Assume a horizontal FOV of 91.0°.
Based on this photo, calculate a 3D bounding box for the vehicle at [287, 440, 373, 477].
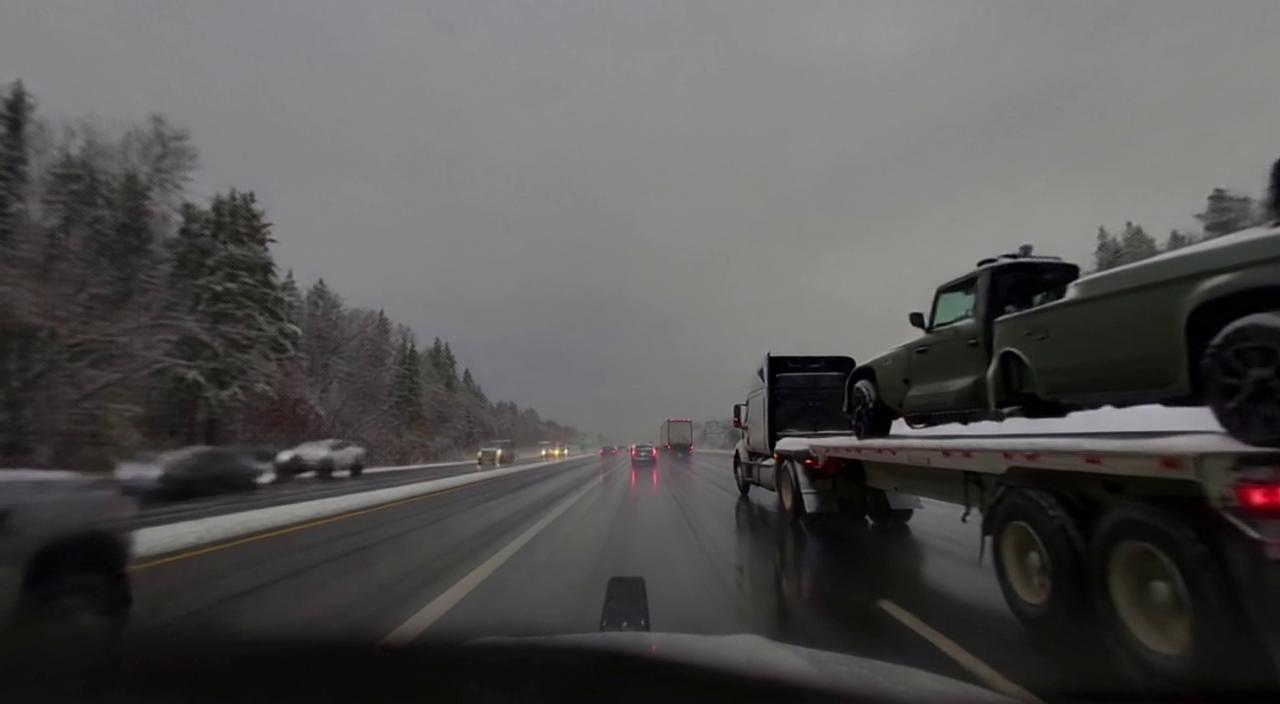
[{"bbox_3d":[-14.226,4.877,29.135,1.835,1.568,4.023,0,-8,1],"label":"vehicle"}]

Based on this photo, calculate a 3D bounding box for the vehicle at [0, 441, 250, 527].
[{"bbox_3d":[-10.659,2.650,13.302,1.934,1.497,4.356,0,-8,1],"label":"vehicle"}]

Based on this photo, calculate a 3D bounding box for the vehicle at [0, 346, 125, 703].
[{"bbox_3d":[-3.677,0.556,0.729,2.077,1.669,4.739,0,-8,1],"label":"vehicle"}]

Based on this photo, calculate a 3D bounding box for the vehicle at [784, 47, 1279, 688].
[{"bbox_3d":[4.846,0.693,7.488,3.150,3.257,13.098,0,-8,0],"label":"vehicle"}]

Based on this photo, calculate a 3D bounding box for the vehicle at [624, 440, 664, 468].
[{"bbox_3d":[0.222,5.846,36.188,2.152,1.484,4.211,0,-8,0],"label":"vehicle"}]

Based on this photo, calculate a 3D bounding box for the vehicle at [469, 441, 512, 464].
[{"bbox_3d":[-10.641,7.153,45.032,1.988,1.555,4.227,0,-8,1],"label":"vehicle"}]
